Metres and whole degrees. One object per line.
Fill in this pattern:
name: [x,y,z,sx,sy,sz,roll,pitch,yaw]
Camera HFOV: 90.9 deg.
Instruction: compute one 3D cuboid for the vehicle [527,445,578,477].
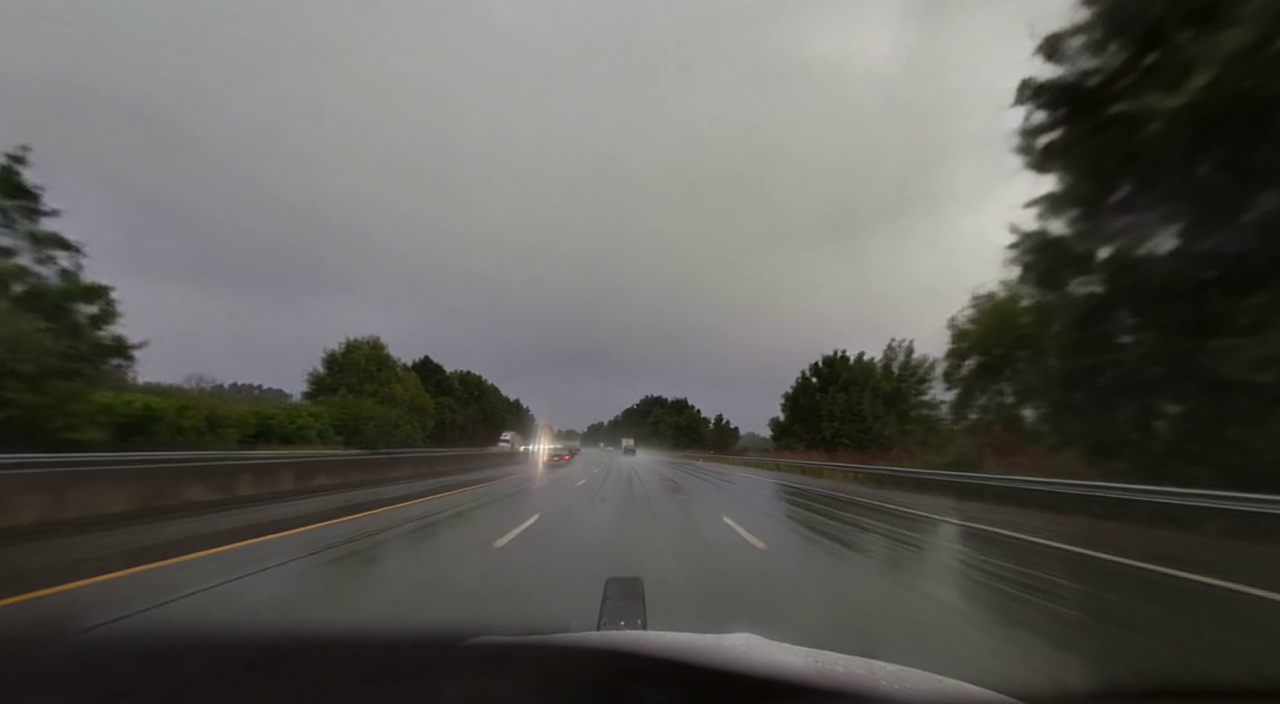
vehicle: [-4.474,5.657,32.952,2.022,1.513,4.613,0,-9,0]
